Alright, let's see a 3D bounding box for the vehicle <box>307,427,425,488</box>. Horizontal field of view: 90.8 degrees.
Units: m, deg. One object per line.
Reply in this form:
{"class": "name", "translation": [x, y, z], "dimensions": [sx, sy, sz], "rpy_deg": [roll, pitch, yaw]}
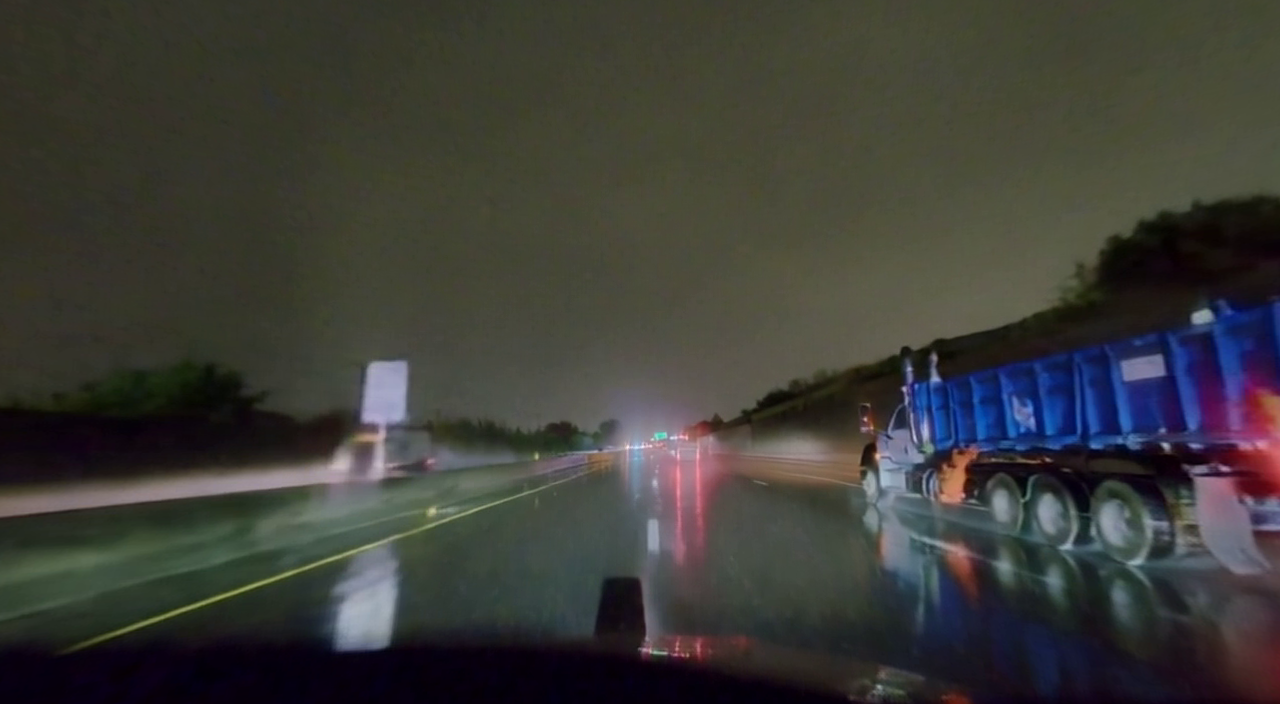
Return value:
{"class": "vehicle", "translation": [-13.445, 5.267, 31.742], "dimensions": [2.615, 2.693, 7.166], "rpy_deg": [-1, -9, 1]}

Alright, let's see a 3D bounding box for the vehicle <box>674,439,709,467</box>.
{"class": "vehicle", "translation": [3.921, 7.810, 48.710], "dimensions": [2.309, 2.003, 5.139], "rpy_deg": [0, -9, 0]}
